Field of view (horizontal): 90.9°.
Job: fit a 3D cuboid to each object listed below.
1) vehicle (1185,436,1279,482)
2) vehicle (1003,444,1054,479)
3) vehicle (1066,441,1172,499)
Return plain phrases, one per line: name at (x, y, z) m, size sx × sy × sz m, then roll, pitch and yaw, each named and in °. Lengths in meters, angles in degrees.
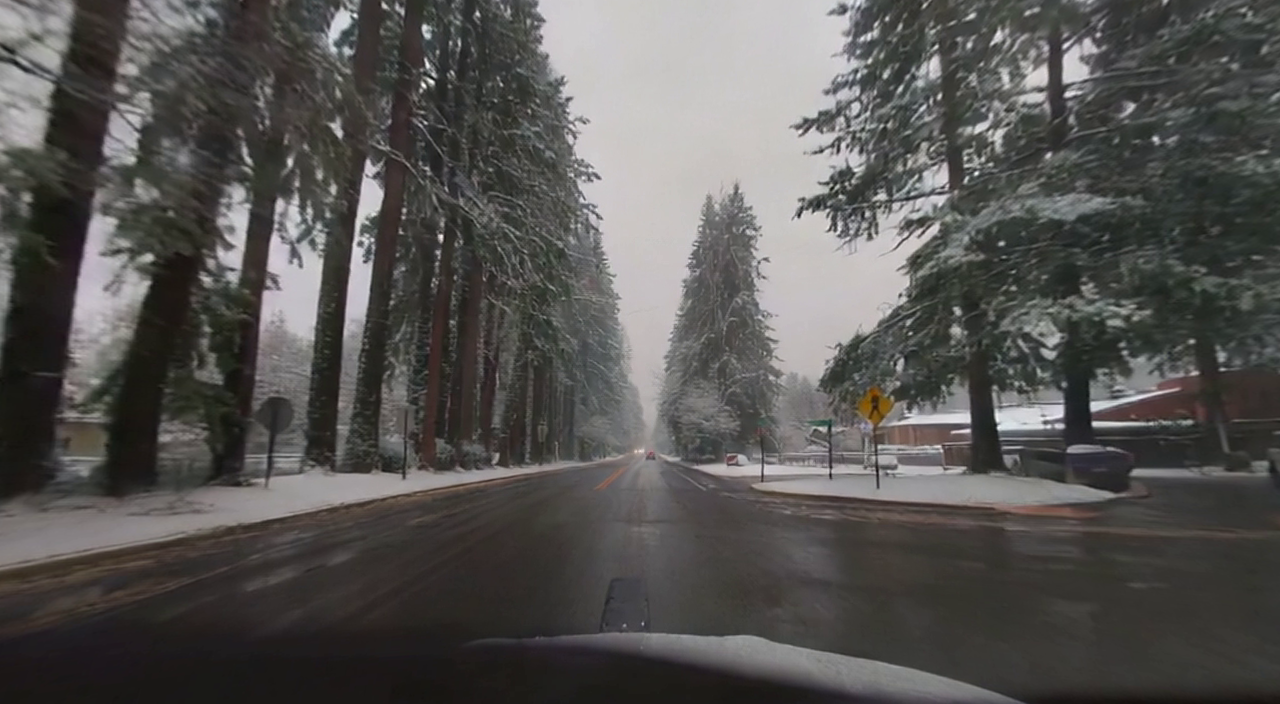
vehicle at (27.096, 4.846, 28.914) m, size 2.055 × 1.899 × 4.487 m, roll -6°, pitch -10°, yaw 28°
vehicle at (20.129, 5.628, 32.602) m, size 1.958 × 1.644 × 4.527 m, roll -6°, pitch -10°, yaw 32°
vehicle at (14.873, 3.617, 19.861) m, size 2.063 × 1.588 × 4.759 m, roll -6°, pitch -10°, yaw 31°
